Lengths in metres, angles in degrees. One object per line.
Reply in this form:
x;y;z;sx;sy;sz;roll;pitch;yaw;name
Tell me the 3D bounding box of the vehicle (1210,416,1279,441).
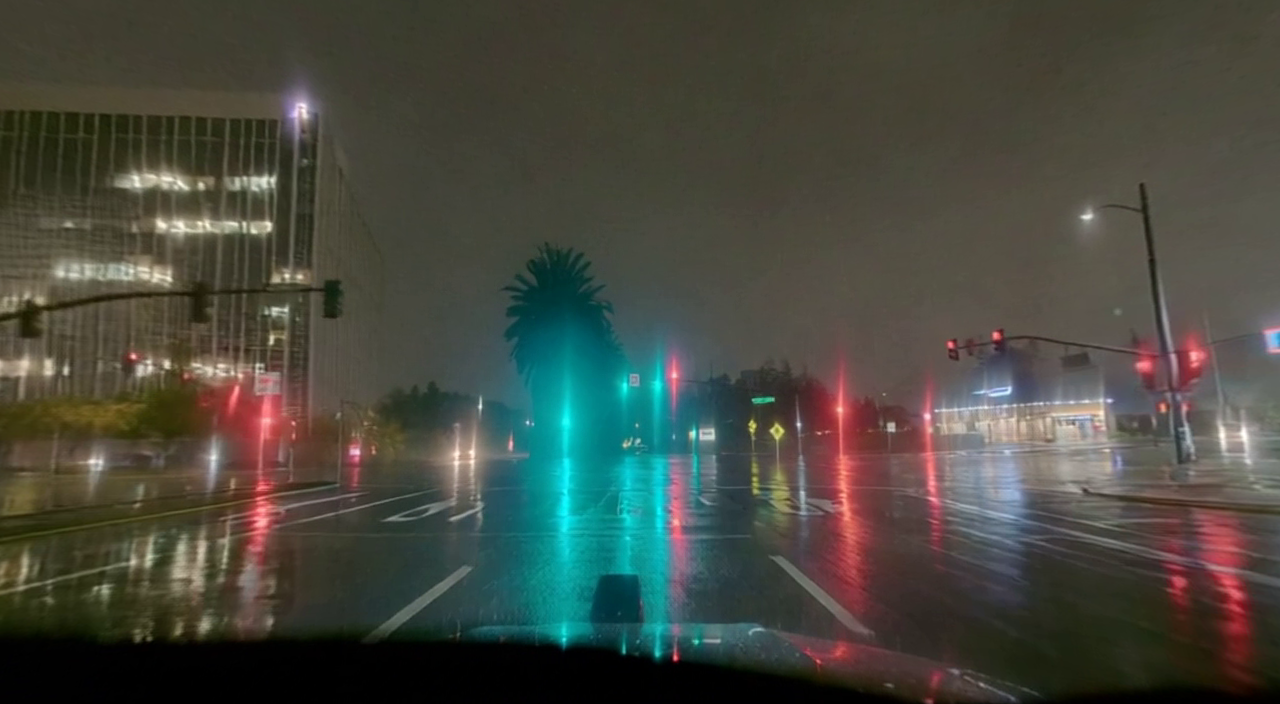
48.866;6.134;49.972;1.950;1.830;5.267;1;-9;-6;vehicle
